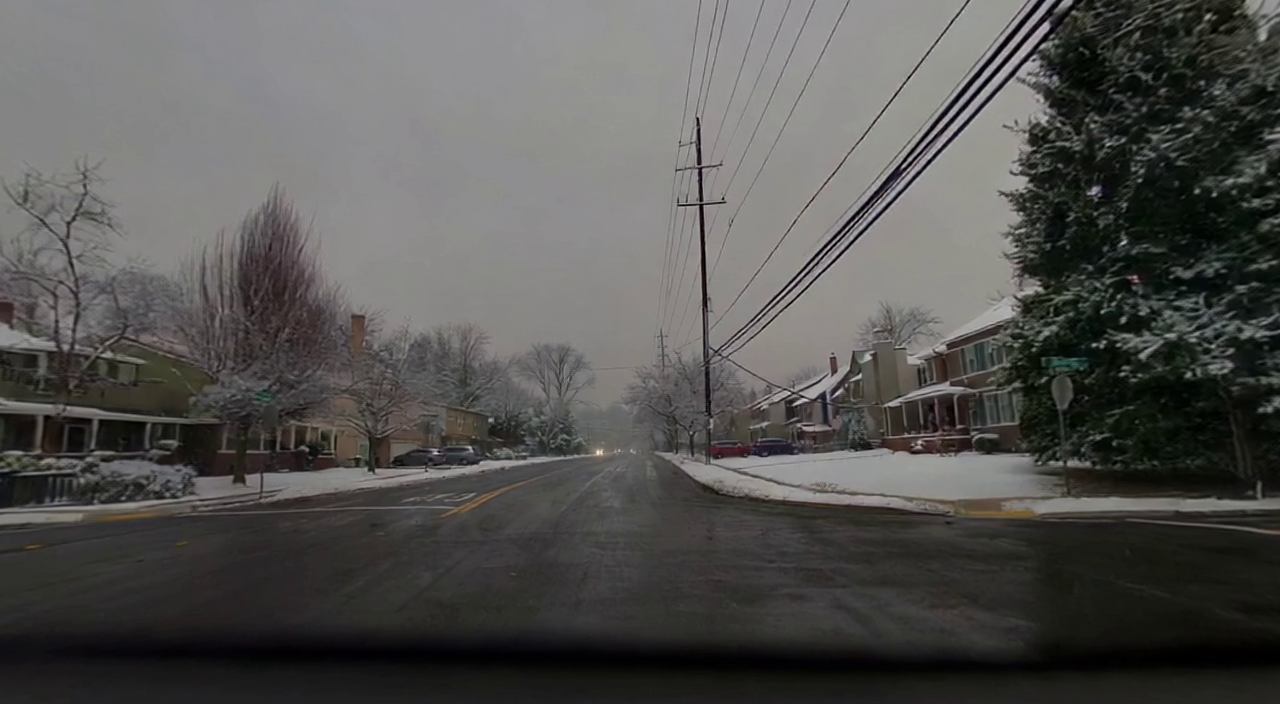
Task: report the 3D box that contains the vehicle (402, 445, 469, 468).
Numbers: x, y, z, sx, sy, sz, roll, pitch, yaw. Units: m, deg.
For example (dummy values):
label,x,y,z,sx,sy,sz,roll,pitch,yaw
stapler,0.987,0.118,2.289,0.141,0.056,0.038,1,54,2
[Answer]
label,x,y,z,sx,sy,sz,roll,pitch,yaw
vehicle,-15.930,8.116,49.235,4.500,1.714,1.924,-1,-9,6
